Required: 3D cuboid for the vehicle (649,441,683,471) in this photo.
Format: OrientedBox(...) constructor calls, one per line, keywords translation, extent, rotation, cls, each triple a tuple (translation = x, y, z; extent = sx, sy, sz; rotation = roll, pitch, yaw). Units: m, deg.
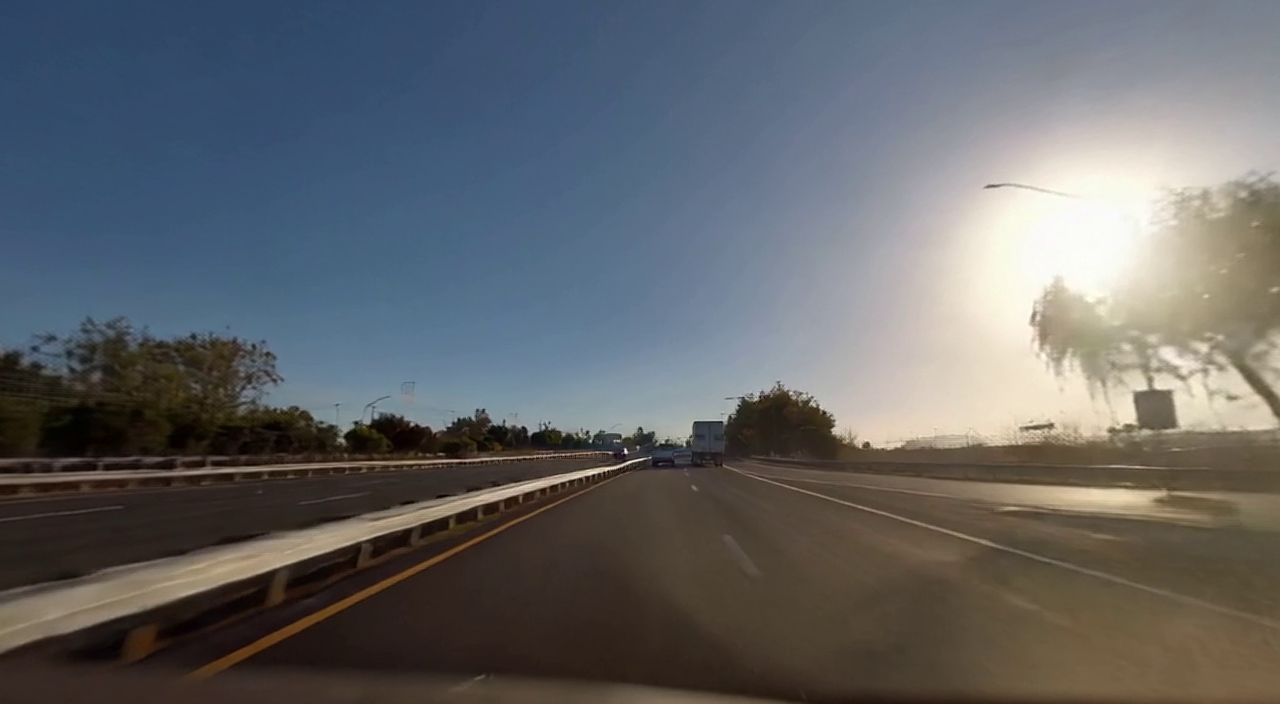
OrientedBox(translation=(2.017, 7.806, 47.378), extent=(2.271, 2.049, 4.894), rotation=(-1, -9, 5), cls="vehicle")
